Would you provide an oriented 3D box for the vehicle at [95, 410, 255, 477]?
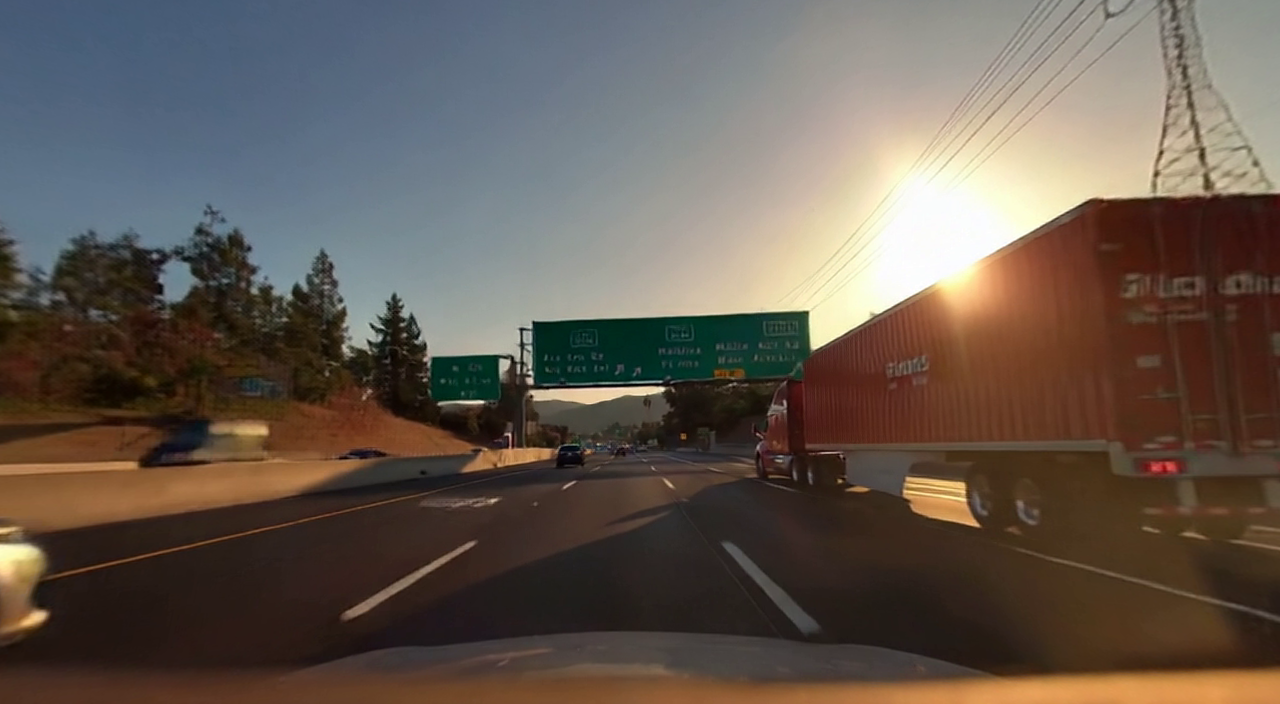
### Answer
[{"bbox_3d":[-17.897,3.593,24.796,2.202,2.326,5.237,0,-9,0],"label":"vehicle"}]

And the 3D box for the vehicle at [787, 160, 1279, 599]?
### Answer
[{"bbox_3d":[6.694,1.347,13.845,2.919,4.195,15.833,0,-9,-1],"label":"vehicle"}]

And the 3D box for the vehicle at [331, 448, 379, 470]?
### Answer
[{"bbox_3d":[-17.984,6.752,39.950,1.475,1.339,3.280,0,-9,0],"label":"vehicle"}]

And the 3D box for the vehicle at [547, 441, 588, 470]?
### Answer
[{"bbox_3d":[-4.395,6.328,38.863,2.027,1.651,4.099,0,-9,0],"label":"vehicle"}]
